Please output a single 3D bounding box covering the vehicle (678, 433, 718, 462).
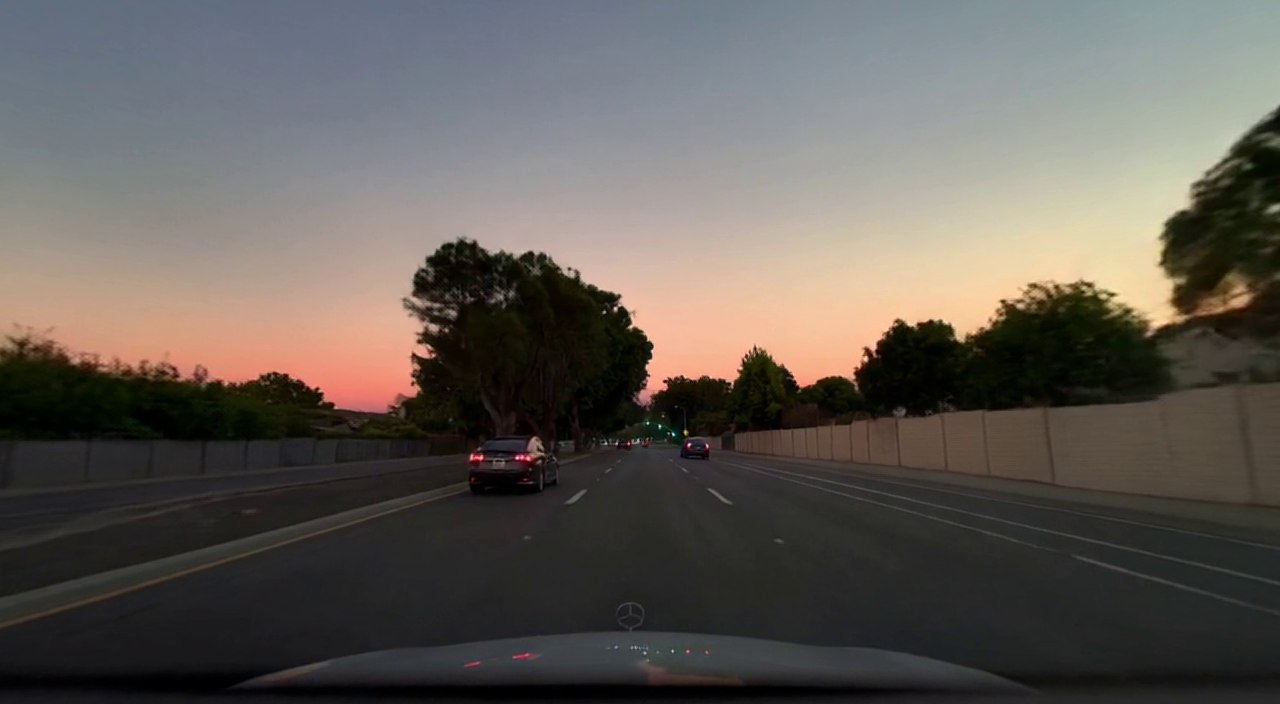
[{"bbox_3d":[3.776,6.298,41.629,2.114,1.780,4.445,0,-8,-1],"label":"vehicle"}]

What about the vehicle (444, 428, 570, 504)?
[{"bbox_3d":[-2.958,2.647,15.049,1.966,1.524,4.410,0,-8,1],"label":"vehicle"}]
